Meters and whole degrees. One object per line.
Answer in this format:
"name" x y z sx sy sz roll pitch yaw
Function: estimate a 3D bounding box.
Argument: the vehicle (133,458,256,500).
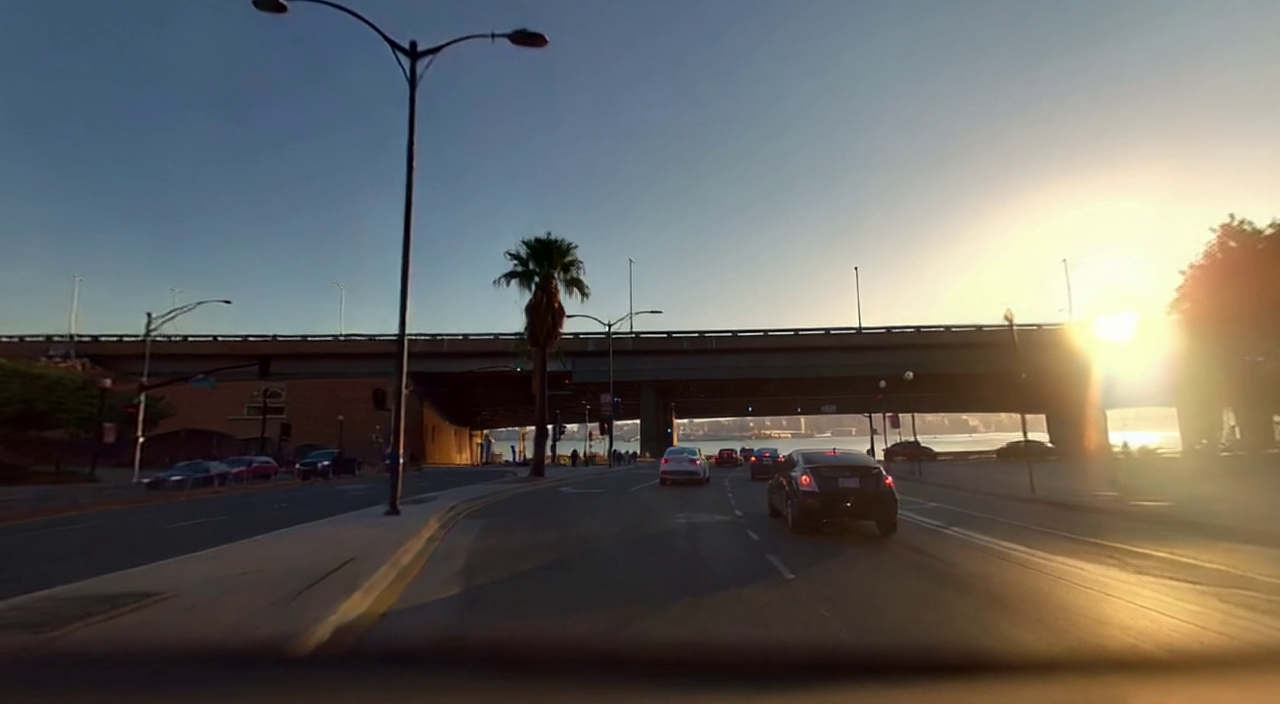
"vehicle" -18.152 5.176 25.974 1.912 1.482 4.495 0 -9 -2

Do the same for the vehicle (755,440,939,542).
"vehicle" 3.576 2.479 12.027 2.051 1.509 4.933 -1 -9 3

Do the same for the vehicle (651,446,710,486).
"vehicle" 1.740 4.634 25.900 2.077 1.518 3.760 -2 -9 9

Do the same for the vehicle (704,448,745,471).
"vehicle" 5.949 7.436 43.783 2.134 1.492 4.674 -2 -9 15

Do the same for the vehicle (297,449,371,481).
"vehicle" -18.007 6.637 37.318 2.040 1.749 4.796 0 -9 -1
